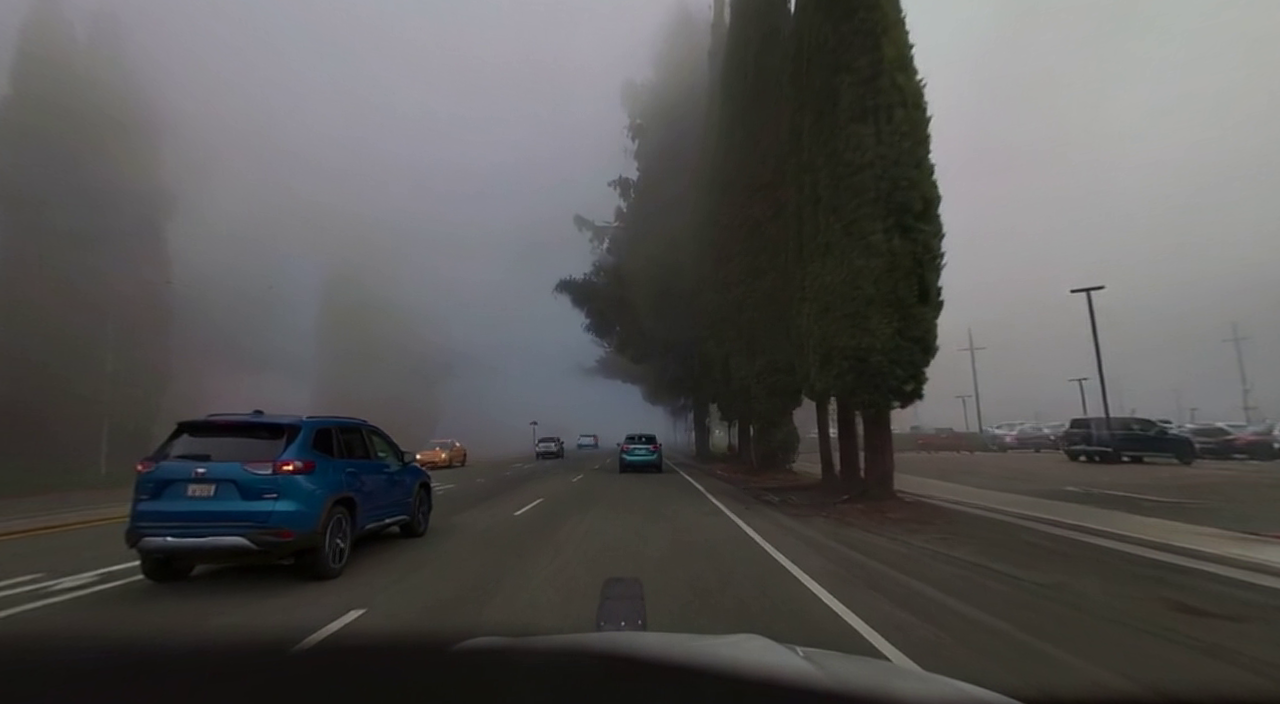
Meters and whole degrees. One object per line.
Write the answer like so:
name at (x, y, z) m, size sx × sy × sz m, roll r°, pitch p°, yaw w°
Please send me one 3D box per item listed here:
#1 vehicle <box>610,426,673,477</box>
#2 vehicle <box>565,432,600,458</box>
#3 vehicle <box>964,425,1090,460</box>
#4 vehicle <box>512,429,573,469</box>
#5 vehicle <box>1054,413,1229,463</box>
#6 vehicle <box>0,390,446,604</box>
vehicle at (0.028, 3.552, 22.502) m, size 2.042 × 1.641 × 4.187 m, roll 0°, pitch -8°, yaw 0°
vehicle at (-4.052, 6.698, 45.251) m, size 2.047 × 1.810 × 4.414 m, roll 0°, pitch -8°, yaw 1°
vehicle at (16.874, 3.983, 27.545) m, size 1.857 × 1.369 × 4.219 m, roll 6°, pitch -10°, yaw -34°
vehicle at (-4.487, 4.568, 29.618) m, size 2.113 × 1.713 × 4.422 m, roll 0°, pitch -8°, yaw 0°
vehicle at (17.221, 2.987, 21.749) m, size 4.329 × 1.656 × 1.873 m, roll 0°, pitch -8°, yaw 2°
vehicle at (-3.873, 1.421, 6.972) m, size 2.070 × 1.641 × 4.152 m, roll 0°, pitch -8°, yaw 0°
